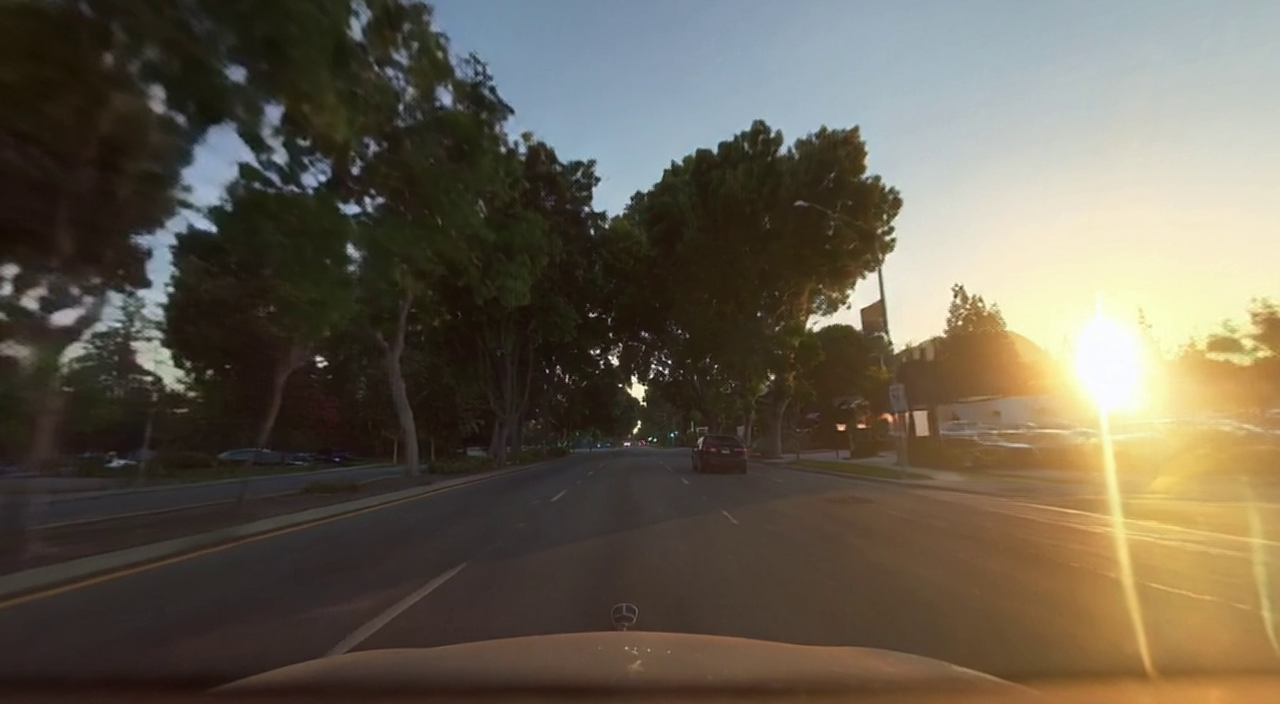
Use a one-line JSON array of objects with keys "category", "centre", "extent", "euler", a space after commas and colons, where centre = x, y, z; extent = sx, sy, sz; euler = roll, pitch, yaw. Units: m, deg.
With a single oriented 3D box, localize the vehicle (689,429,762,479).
[{"category": "vehicle", "centre": [3.190, 3.901, 24.356], "extent": [2.083, 1.743, 4.354], "euler": [0, -8, -2]}]
